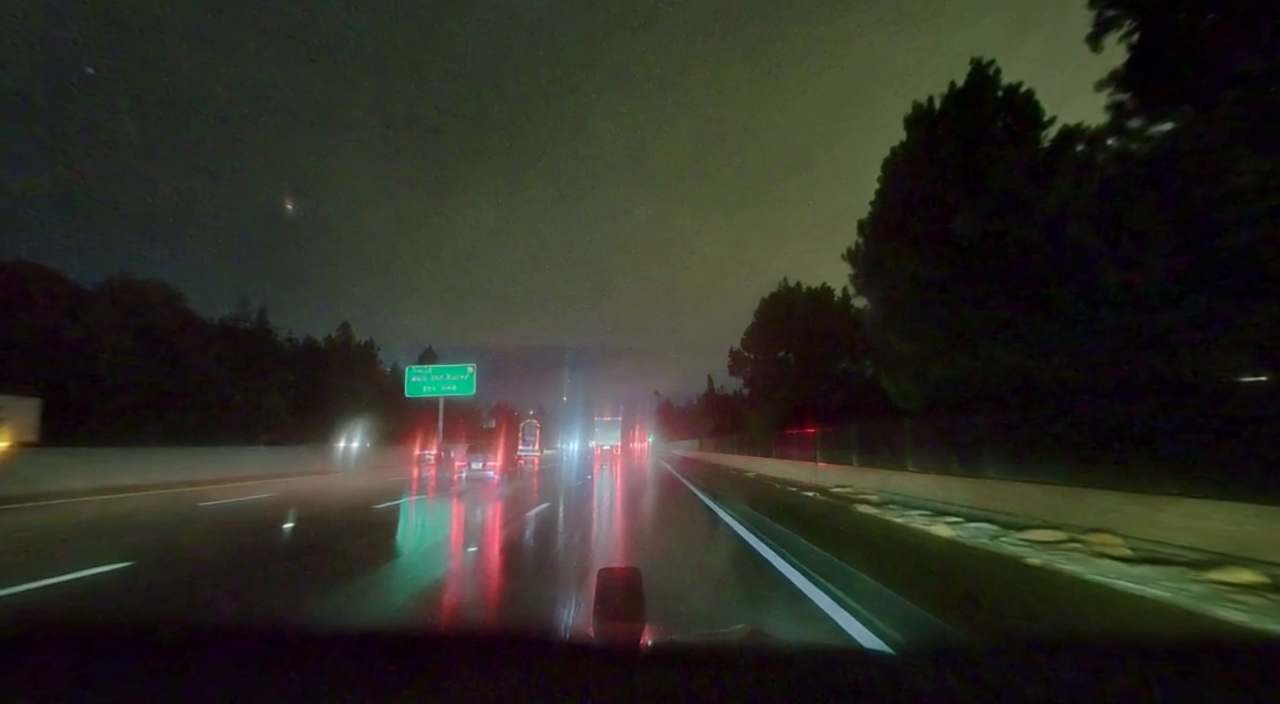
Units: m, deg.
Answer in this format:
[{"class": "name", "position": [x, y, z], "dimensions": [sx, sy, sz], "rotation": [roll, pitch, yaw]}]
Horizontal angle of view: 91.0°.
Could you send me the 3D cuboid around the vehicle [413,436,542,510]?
[{"class": "vehicle", "position": [-3.733, 2.840, 15.290], "dimensions": [1.931, 1.528, 4.126], "rotation": [0, -9, 1]}]
